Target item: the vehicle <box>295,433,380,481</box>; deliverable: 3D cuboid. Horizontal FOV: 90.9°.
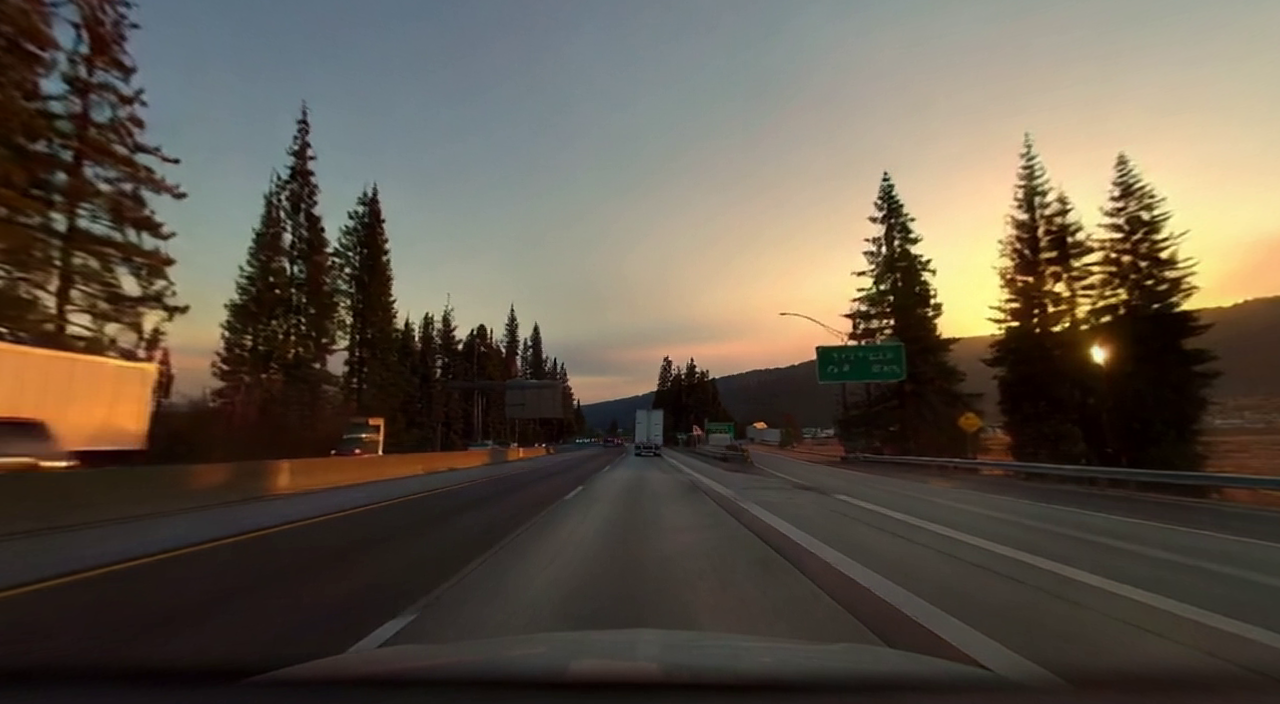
[{"bbox_3d":[-17.893,6.226,37.681,2.360,2.607,5.290,0,-8,0],"label":"vehicle"}]
